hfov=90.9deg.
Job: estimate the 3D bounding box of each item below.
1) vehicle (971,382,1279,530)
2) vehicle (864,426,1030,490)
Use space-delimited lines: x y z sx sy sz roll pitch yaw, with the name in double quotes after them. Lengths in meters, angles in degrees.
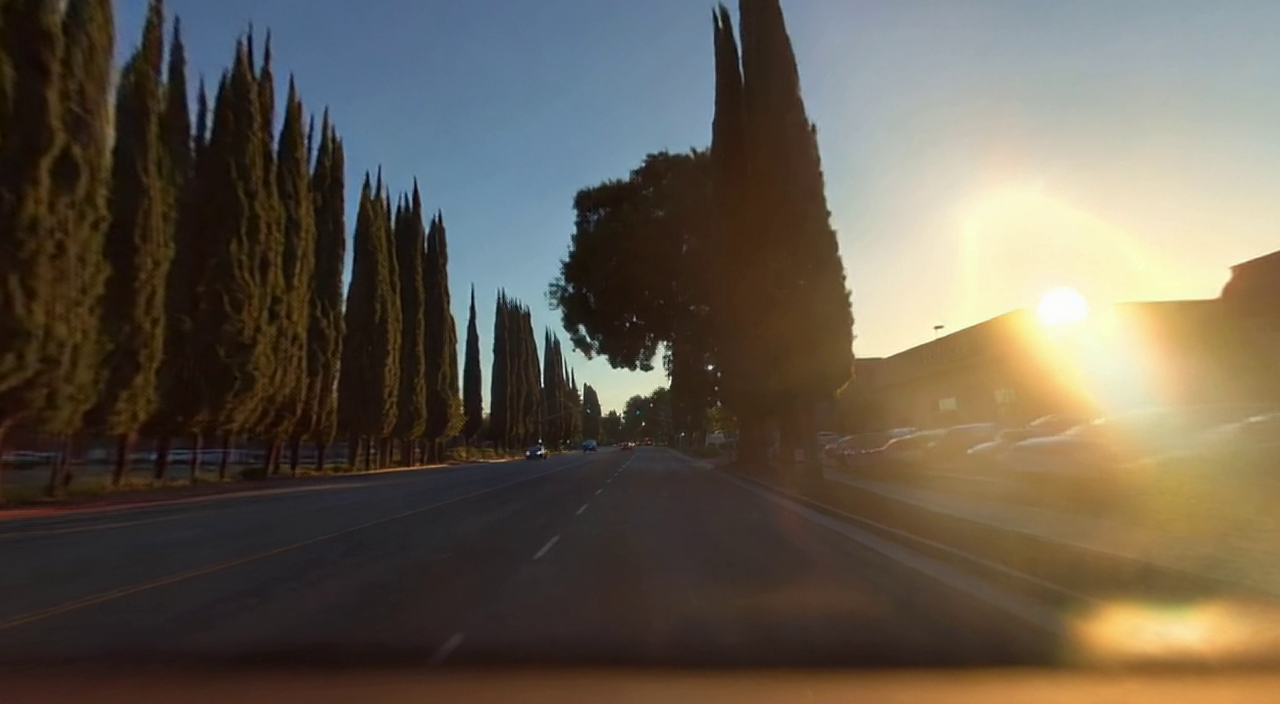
8.051 1.701 10.693 2.235 1.899 4.827 -1 -8 0 "vehicle"
8.064 2.834 17.209 1.993 1.476 4.821 0 -8 -2 "vehicle"
